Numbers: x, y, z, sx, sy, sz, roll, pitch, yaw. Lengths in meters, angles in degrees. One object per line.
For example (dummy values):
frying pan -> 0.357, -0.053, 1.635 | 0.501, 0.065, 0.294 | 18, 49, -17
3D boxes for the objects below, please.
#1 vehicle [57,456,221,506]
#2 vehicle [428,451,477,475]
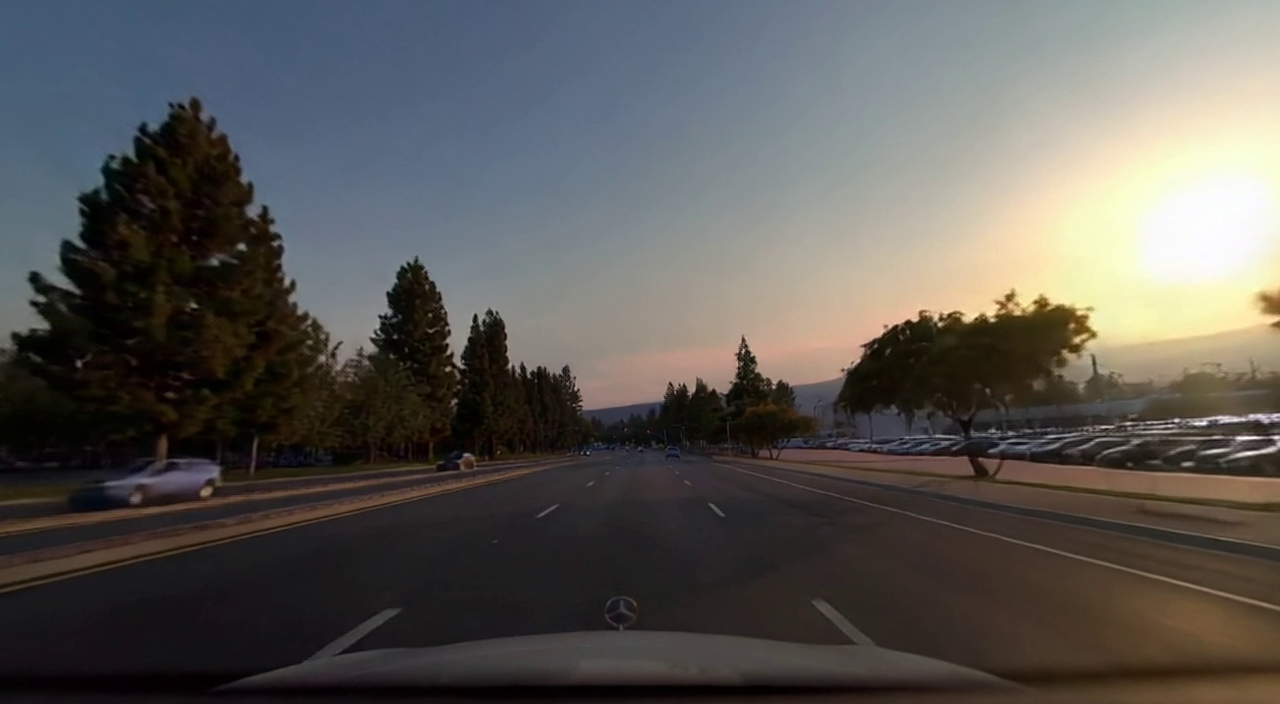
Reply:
vehicle -> -17.438, 4.488, 22.379 | 1.907, 1.483, 4.643 | 0, -8, 2
vehicle -> -12.934, 7.678, 43.933 | 1.863, 1.456, 4.579 | 0, -8, 2
